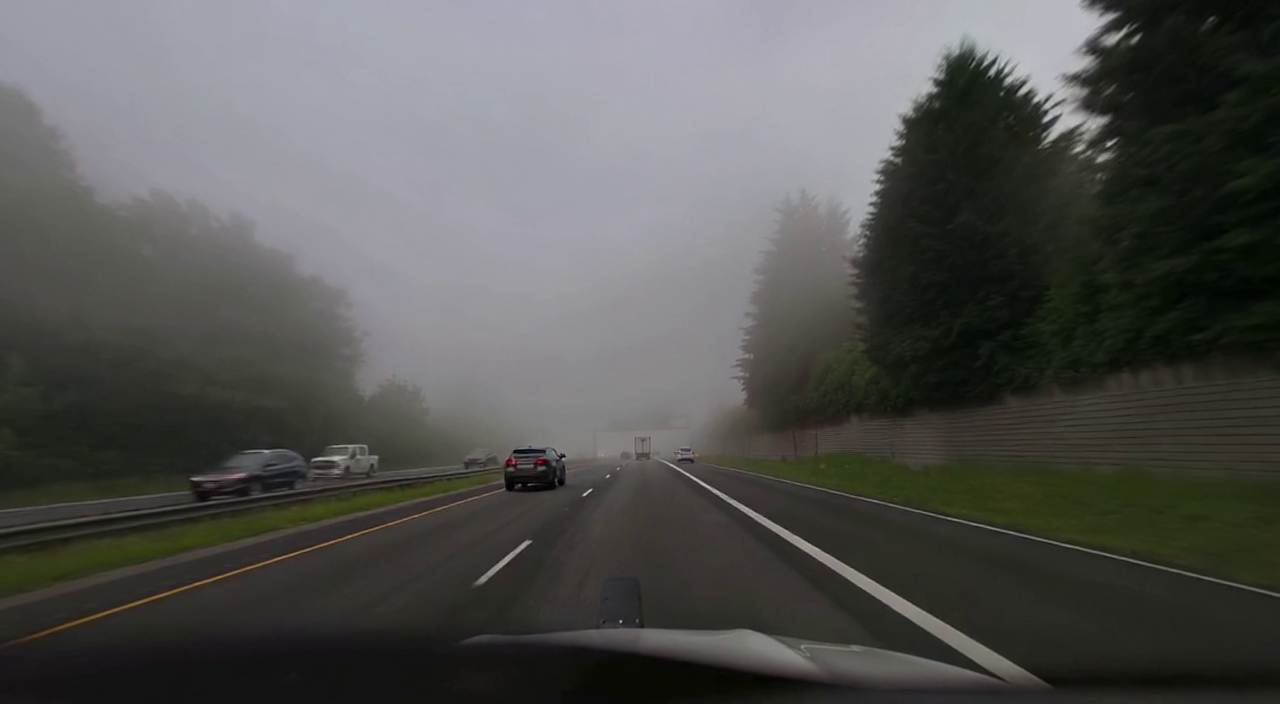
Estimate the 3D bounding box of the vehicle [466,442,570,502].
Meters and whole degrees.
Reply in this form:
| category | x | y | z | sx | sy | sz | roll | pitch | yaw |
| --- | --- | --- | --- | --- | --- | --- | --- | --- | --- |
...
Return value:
| category | x | y | z | sx | sy | sz | roll | pitch | yaw |
| --- | --- | --- | --- | --- | --- | --- | --- | --- | --- |
| vehicle | -3.332 | 3.377 | 18.180 | 2.020 | 1.475 | 4.434 | 0 | -9 | 1 |

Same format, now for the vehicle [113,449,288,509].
| category | x | y | z | sx | sy | sz | roll | pitch | yaw |
| --- | --- | --- | --- | --- | --- | --- | --- | --- | --- |
| vehicle | -12.448 | 3.580 | 18.303 | 1.885 | 1.494 | 4.325 | 0 | -9 | 1 |

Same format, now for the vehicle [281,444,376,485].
| category | x | y | z | sx | sy | sz | roll | pitch | yaw |
| --- | --- | --- | --- | --- | --- | --- | --- | --- | --- |
| vehicle | -16.772 | 6.058 | 34.379 | 2.248 | 2.059 | 5.585 | 0 | -9 | 1 |
